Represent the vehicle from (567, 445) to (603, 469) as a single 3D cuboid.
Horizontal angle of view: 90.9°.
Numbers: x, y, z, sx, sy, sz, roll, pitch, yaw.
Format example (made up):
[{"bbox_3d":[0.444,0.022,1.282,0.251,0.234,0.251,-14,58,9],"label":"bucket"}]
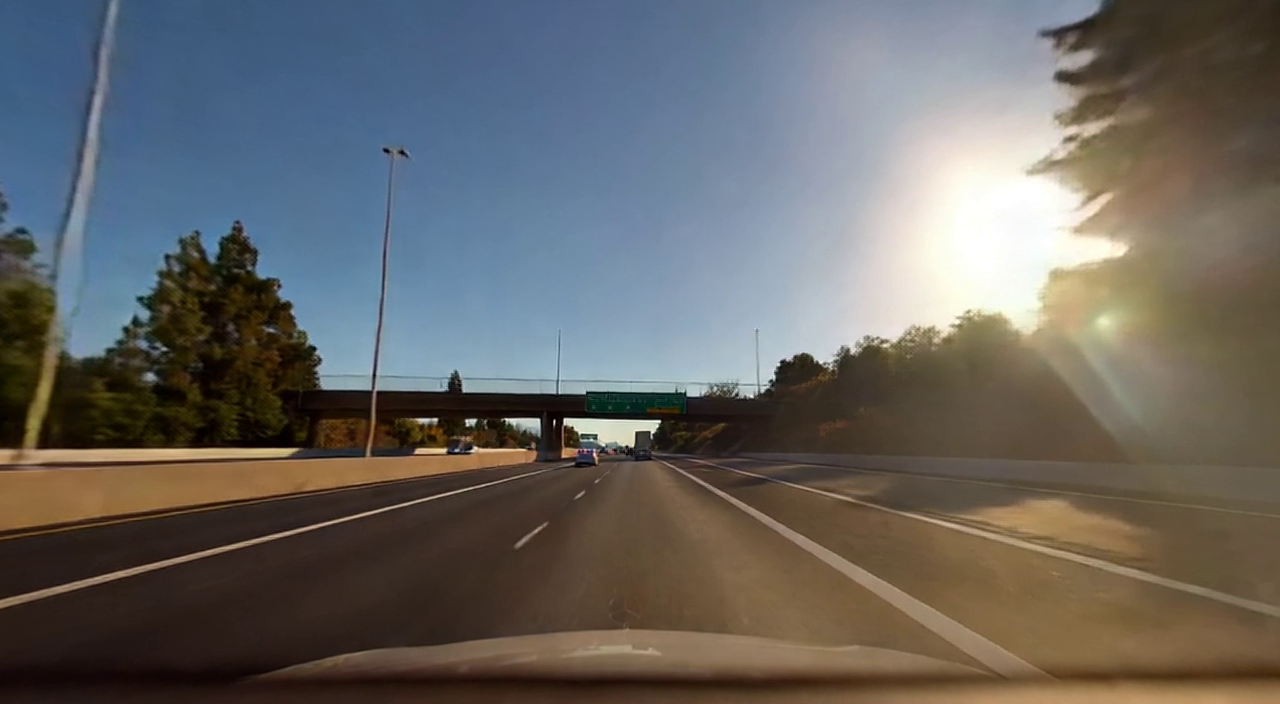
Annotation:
[{"bbox_3d":[-3.755,7.290,43.728,2.070,1.564,4.145,0,-9,0],"label":"vehicle"}]
